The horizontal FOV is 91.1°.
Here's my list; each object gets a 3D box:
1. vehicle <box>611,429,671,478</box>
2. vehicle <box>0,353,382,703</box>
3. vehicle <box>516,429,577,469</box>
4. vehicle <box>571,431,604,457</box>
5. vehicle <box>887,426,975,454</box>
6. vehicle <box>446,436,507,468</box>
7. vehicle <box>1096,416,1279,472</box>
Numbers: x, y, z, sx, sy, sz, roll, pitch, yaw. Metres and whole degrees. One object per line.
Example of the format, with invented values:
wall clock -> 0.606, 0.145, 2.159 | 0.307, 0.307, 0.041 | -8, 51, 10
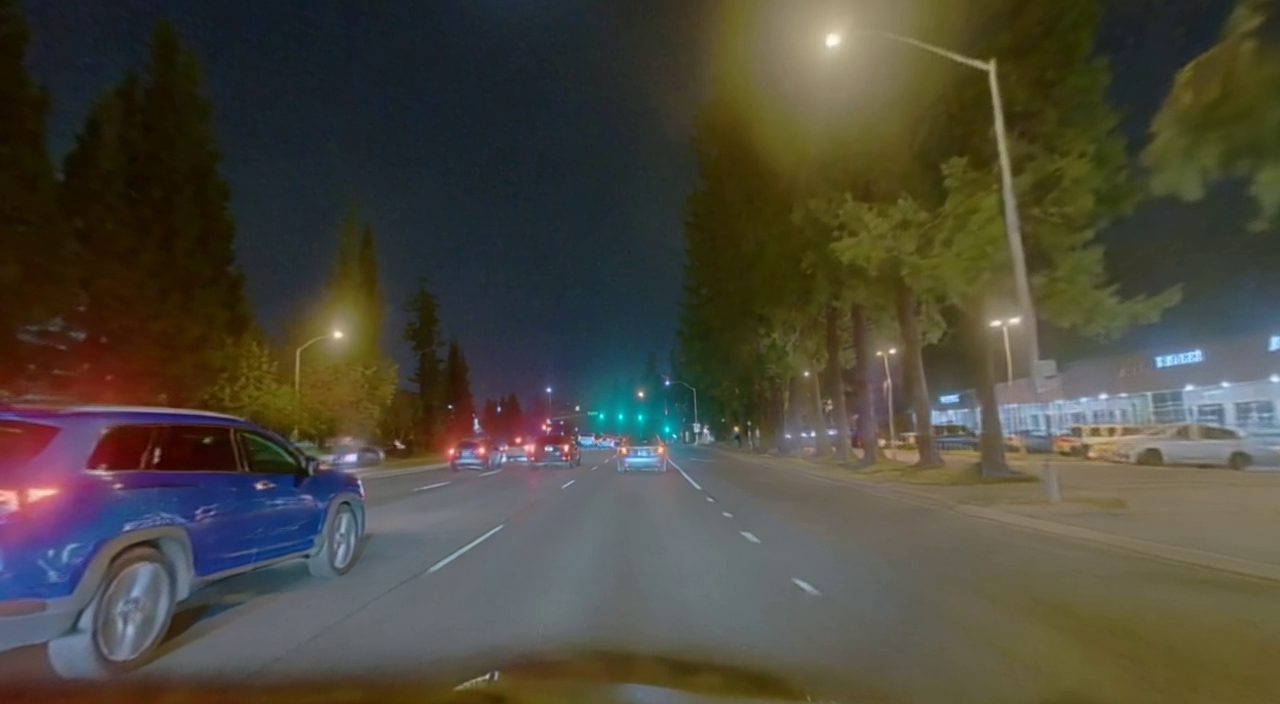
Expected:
vehicle -> 0.033, 3.724, 23.283 | 2.042, 1.641, 4.187 | 0, -8, 0
vehicle -> -3.802, 1.104, 4.533 | 2.070, 1.641, 4.152 | 0, -8, 0
vehicle -> -4.255, 4.516, 29.244 | 2.113, 1.713, 4.422 | 0, -8, 0
vehicle -> -3.806, 6.762, 46.132 | 2.047, 1.810, 4.414 | 0, -8, 0
vehicle -> 17.503, 5.318, 37.894 | 4.329, 1.656, 1.873 | 0, -8, 1
vehicle -> -8.121, 4.996, 31.600 | 1.926, 1.463, 4.450 | 0, -8, -1
vehicle -> 17.228, 2.882, 19.748 | 4.290, 1.664, 1.893 | 0, -8, -3
